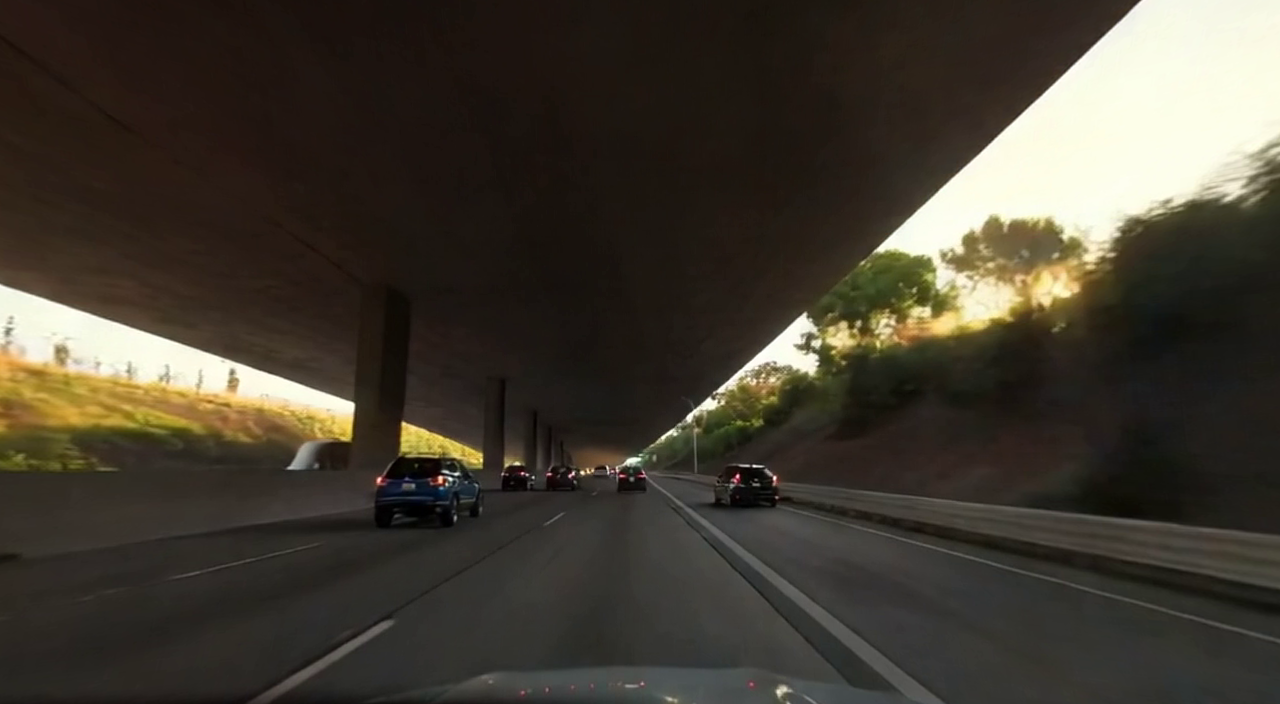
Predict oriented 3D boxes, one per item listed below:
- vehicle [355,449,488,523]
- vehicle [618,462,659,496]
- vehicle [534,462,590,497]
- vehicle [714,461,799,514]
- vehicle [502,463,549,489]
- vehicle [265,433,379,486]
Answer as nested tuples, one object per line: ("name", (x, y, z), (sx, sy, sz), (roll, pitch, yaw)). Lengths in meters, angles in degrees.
("vehicle", (-5.690, 3.584, 17.144), (2.069, 1.699, 4.452), (1, -11, -1))
("vehicle", (-0.066, 6.587, 32.765), (1.992, 1.601, 3.762), (1, -11, 0))
("vehicle", (-3.716, 6.231, 30.914), (2.102, 1.521, 4.687), (1, -11, 0))
("vehicle", (3.783, 4.511, 21.233), (1.992, 1.557, 4.017), (1, -11, -2))
("vehicle", (-7.418, 8.105, 41.244), (2.142, 1.545, 4.708), (1, -11, 1))
("vehicle", (-23.284, 8.106, 47.082), (2.994, 3.455, 10.568), (1, -11, 0))
